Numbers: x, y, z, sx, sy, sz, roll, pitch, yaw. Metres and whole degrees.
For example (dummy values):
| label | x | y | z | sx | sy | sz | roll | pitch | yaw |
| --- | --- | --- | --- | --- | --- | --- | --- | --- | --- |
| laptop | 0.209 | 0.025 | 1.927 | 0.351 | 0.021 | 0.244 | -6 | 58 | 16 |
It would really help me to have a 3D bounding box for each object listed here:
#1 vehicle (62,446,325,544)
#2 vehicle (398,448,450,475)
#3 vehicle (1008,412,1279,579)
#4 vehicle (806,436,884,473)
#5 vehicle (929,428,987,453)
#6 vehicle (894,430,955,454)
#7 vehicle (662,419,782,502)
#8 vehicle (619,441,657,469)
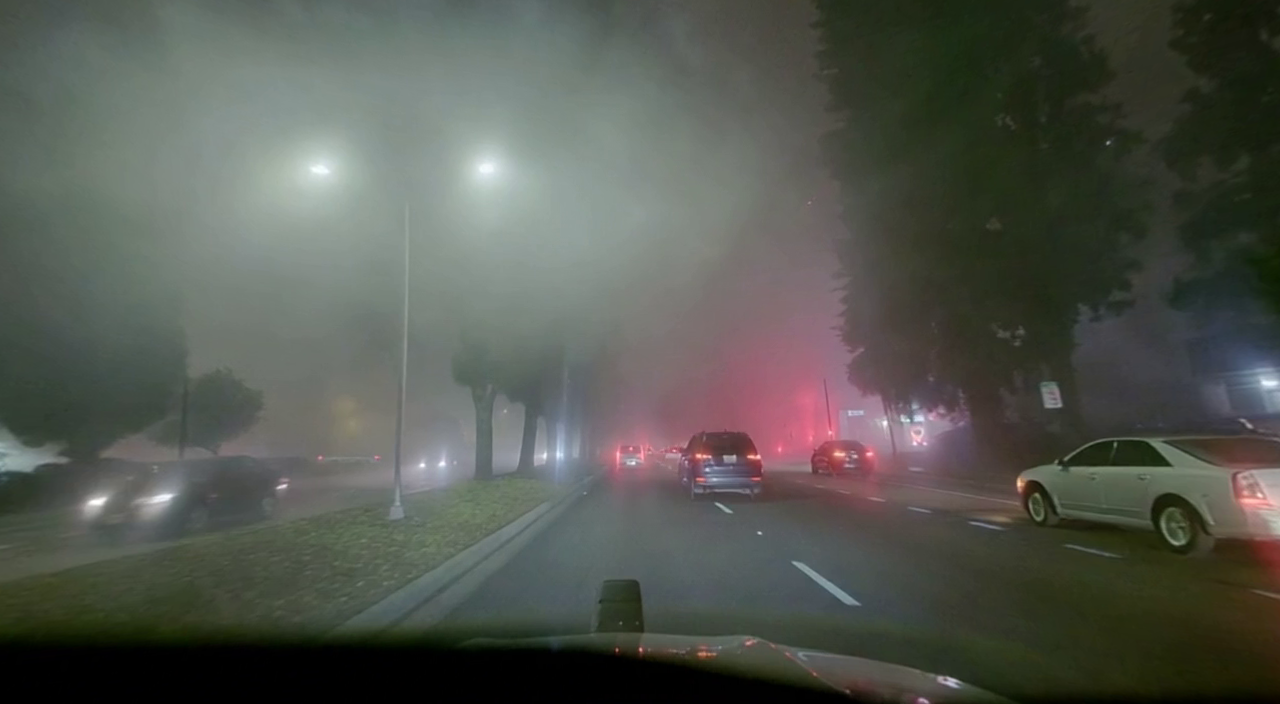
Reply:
| label | x | y | z | sx | sy | sz | roll | pitch | yaw |
| --- | --- | --- | --- | --- | --- | --- | --- | --- | --- |
| vehicle | -8.501 | 2.702 | 12.761 | 1.966 | 1.559 | 4.731 | 0 | -8 | -2 |
| vehicle | -16.223 | 8.216 | 47.805 | 2.124 | 1.802 | 5.097 | 0 | -8 | 0 |
| vehicle | 6.759 | 1.574 | 7.623 | 1.994 | 1.488 | 4.313 | 0 | -8 | -1 |
| vehicle | 9.208 | 4.643 | 28.798 | 1.894 | 1.517 | 4.419 | 0 | -8 | -2 |
| vehicle | 22.779 | 6.382 | 45.449 | 1.919 | 1.676 | 4.048 | 0 | -8 | -2 |
| vehicle | 20.264 | 6.458 | 45.219 | 2.109 | 1.592 | 4.481 | 0 | -8 | -2 |
| vehicle | 1.969 | 2.849 | 16.983 | 2.300 | 1.870 | 4.936 | 0 | -8 | -3 |
| vehicle | -0.141 | 5.803 | 35.821 | 2.050 | 1.504 | 4.024 | 0 | -8 | -1 |
